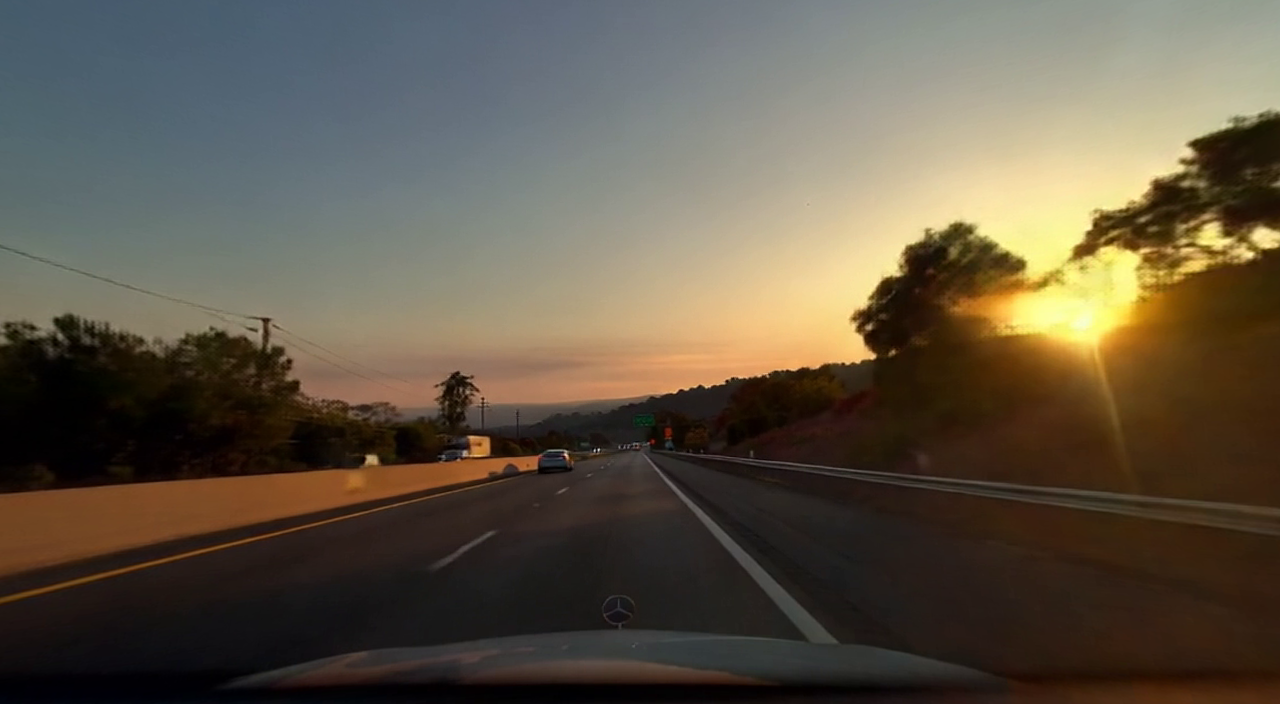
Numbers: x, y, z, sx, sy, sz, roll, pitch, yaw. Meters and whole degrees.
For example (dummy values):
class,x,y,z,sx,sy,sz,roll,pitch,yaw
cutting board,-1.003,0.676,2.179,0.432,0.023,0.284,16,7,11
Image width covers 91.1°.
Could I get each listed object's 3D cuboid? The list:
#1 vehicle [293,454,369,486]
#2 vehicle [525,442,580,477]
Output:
class,x,y,z,sx,sy,sz,roll,pitch,yaw
vehicle,-16.199,6.189,33.223,1.814,1.567,4.236,0,-9,0
vehicle,-4.479,5.571,32.748,2.139,1.577,4.546,-3,-9,0
